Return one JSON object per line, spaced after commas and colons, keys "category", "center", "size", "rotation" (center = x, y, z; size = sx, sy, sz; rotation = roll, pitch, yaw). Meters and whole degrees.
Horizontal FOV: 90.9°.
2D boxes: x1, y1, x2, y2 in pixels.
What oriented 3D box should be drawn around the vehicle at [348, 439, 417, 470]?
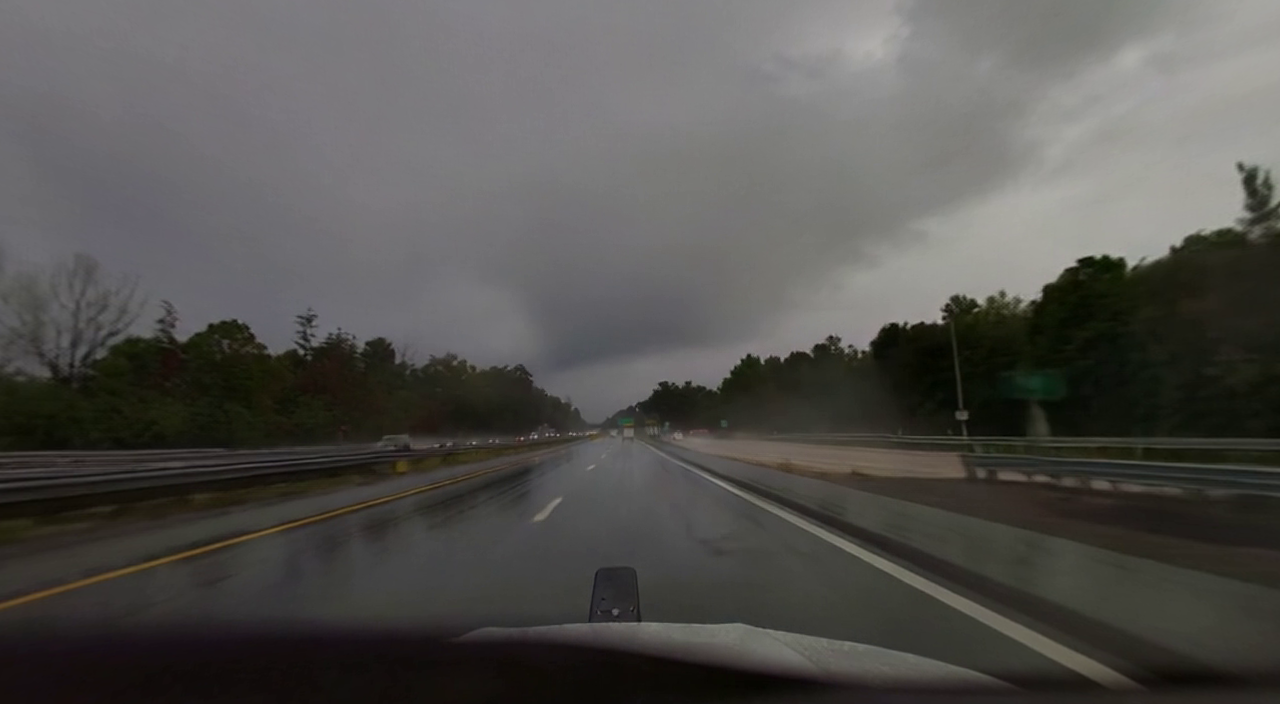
{"category": "vehicle", "center": [-13.243, 5.260, 32.661], "size": [1.873, 1.455, 4.199], "rotation": [0, -8, -1]}
